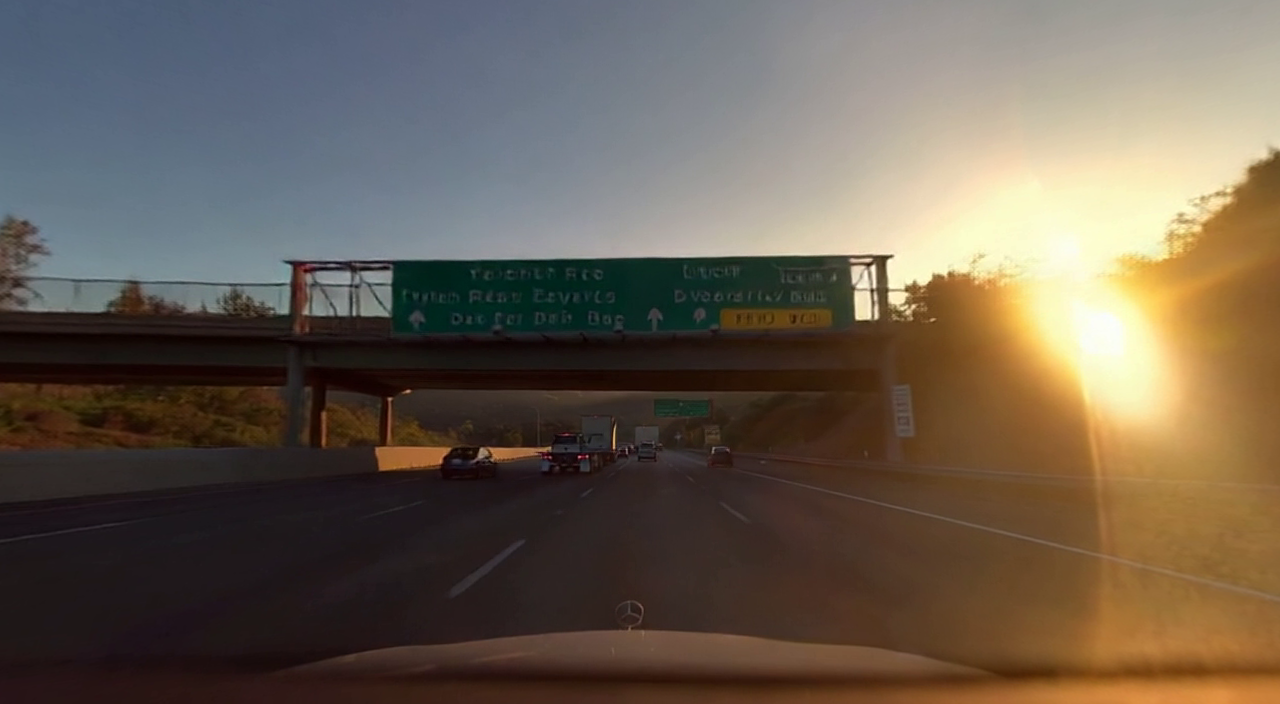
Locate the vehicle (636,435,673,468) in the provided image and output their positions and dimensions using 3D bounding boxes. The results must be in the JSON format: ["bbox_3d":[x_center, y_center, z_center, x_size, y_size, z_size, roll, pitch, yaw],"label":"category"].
[{"bbox_3d":[0.949,6.537,41.596,2.309,2.023,5.130,0,-8,1],"label":"vehicle"}]

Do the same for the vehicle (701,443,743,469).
[{"bbox_3d":[4.976,6.411,38.977,1.993,1.474,4.230,0,-8,0],"label":"vehicle"}]

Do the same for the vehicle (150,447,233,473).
[{"bbox_3d":[-27.951,6.733,39.498,1.796,1.460,4.461,-1,-8,2],"label":"vehicle"}]

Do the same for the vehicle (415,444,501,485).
[{"bbox_3d":[-7.160,4.446,25.329,1.965,1.437,4.592,-1,-8,2],"label":"vehicle"}]

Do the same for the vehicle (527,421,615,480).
[{"bbox_3d":[-3.194,5.286,34.309,2.854,2.379,16.653,0,-8,0],"label":"vehicle"}]
